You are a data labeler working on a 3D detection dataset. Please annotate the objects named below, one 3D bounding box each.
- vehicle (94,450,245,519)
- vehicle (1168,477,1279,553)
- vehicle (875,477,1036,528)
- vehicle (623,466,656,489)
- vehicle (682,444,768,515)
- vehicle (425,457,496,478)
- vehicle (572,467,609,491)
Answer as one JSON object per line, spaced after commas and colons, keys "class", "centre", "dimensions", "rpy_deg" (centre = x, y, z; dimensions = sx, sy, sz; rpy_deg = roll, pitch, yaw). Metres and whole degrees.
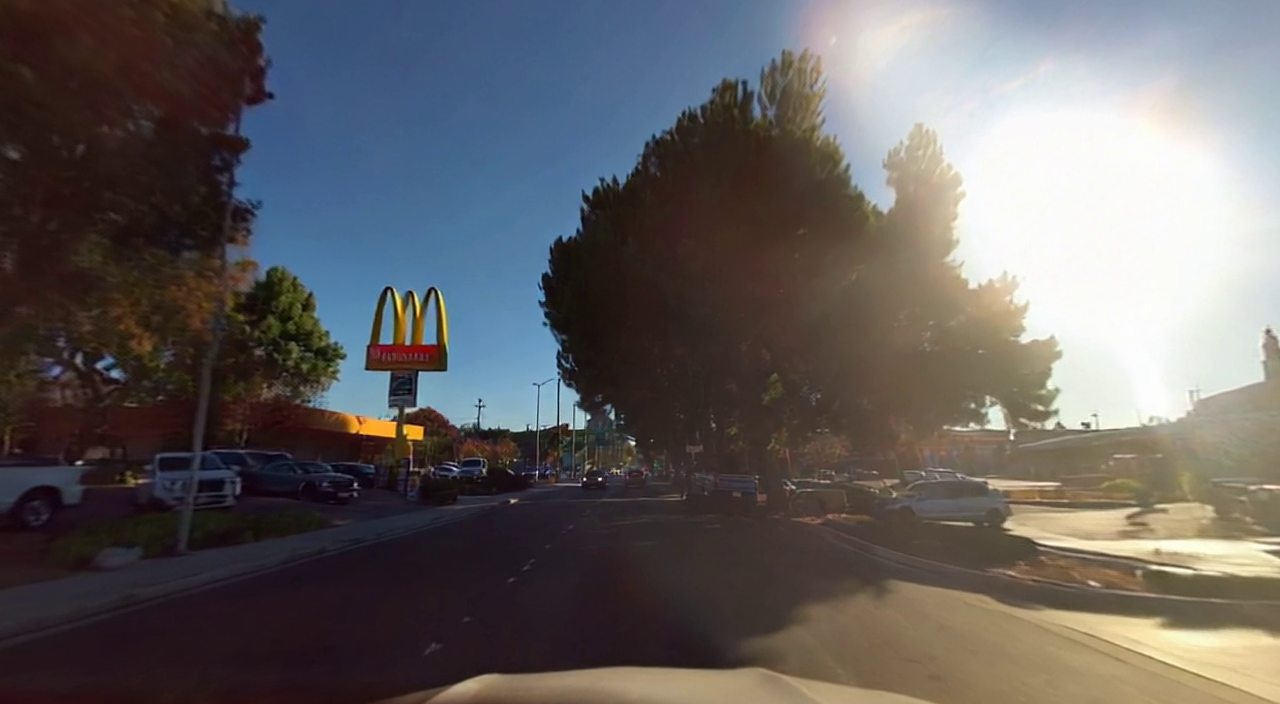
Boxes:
{"class": "vehicle", "centre": [-12.290, 3.419, 16.517], "dimensions": [2.871, 1.604, 1.710], "rpy_deg": [10, -14, -41]}
{"class": "vehicle", "centre": [15.393, 3.865, 15.105], "dimensions": [2.096, 1.611, 3.912], "rpy_deg": [0, -10, 3]}
{"class": "vehicle", "centre": [9.899, 4.738, 20.020], "dimensions": [4.123, 1.446, 1.807], "rpy_deg": [1, -10, -1]}
{"class": "vehicle", "centre": [0.008, 8.618, 43.375], "dimensions": [1.993, 1.454, 3.810], "rpy_deg": [0, -10, 4]}
{"class": "vehicle", "centre": [2.698, 4.278, 21.407], "dimensions": [2.153, 2.074, 5.188], "rpy_deg": [1, -10, -1]}
{"class": "vehicle", "centre": [-13.360, 8.619, 47.106], "dimensions": [4.677, 1.478, 1.904], "rpy_deg": [0, -10, 4]}
{"class": "vehicle", "centre": [-3.245, 8.434, 41.951], "dimensions": [1.999, 1.467, 4.256], "rpy_deg": [0, -10, 1]}
